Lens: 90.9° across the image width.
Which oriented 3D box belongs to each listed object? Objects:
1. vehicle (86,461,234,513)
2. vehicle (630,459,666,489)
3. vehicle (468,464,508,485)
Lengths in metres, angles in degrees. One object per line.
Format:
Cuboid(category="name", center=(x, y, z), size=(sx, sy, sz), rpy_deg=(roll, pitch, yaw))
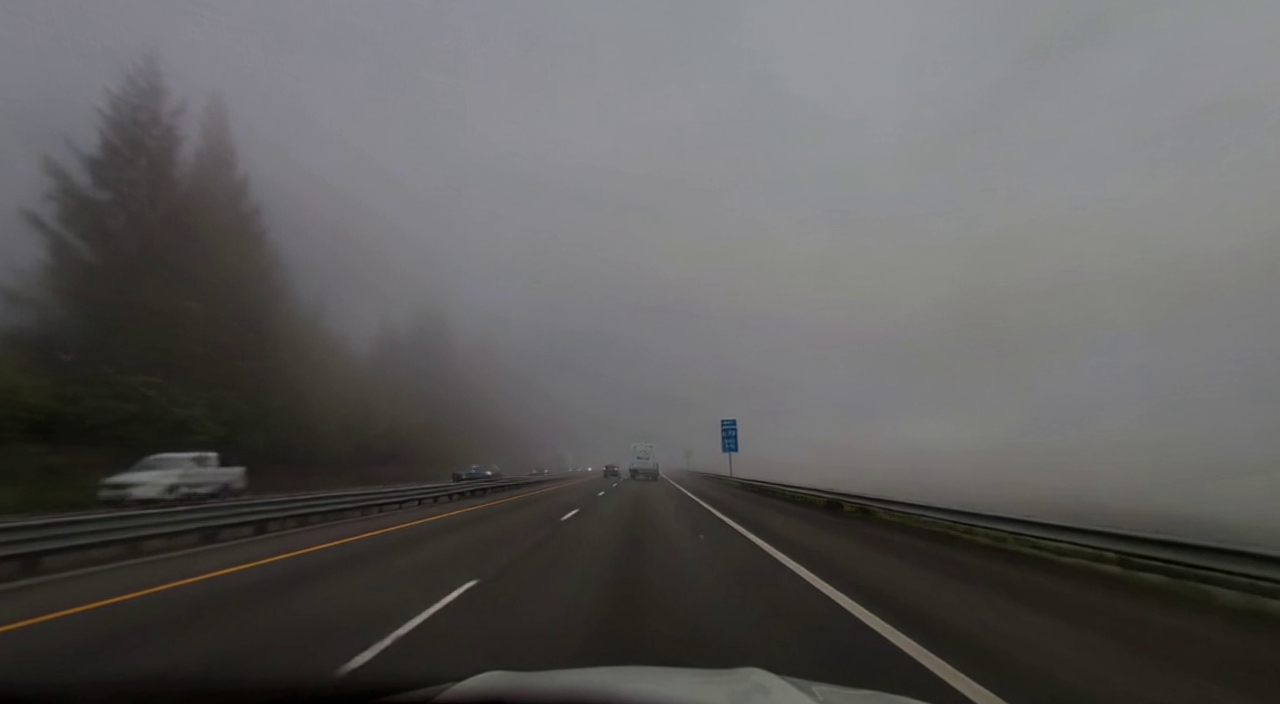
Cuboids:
Cuboid(category="vehicle", center=(-15.997, 4.500, 21.298), size=(1.823, 1.554, 3.847), rpy_deg=(0, -10, 1))
Cuboid(category="vehicle", center=(0.477, 7.422, 38.381), size=(2.048, 1.663, 4.377), rpy_deg=(1, -10, 0))
Cuboid(category="vehicle", center=(-11.023, 8.921, 45.954), size=(1.798, 1.447, 4.131), rpy_deg=(0, -10, 1))
